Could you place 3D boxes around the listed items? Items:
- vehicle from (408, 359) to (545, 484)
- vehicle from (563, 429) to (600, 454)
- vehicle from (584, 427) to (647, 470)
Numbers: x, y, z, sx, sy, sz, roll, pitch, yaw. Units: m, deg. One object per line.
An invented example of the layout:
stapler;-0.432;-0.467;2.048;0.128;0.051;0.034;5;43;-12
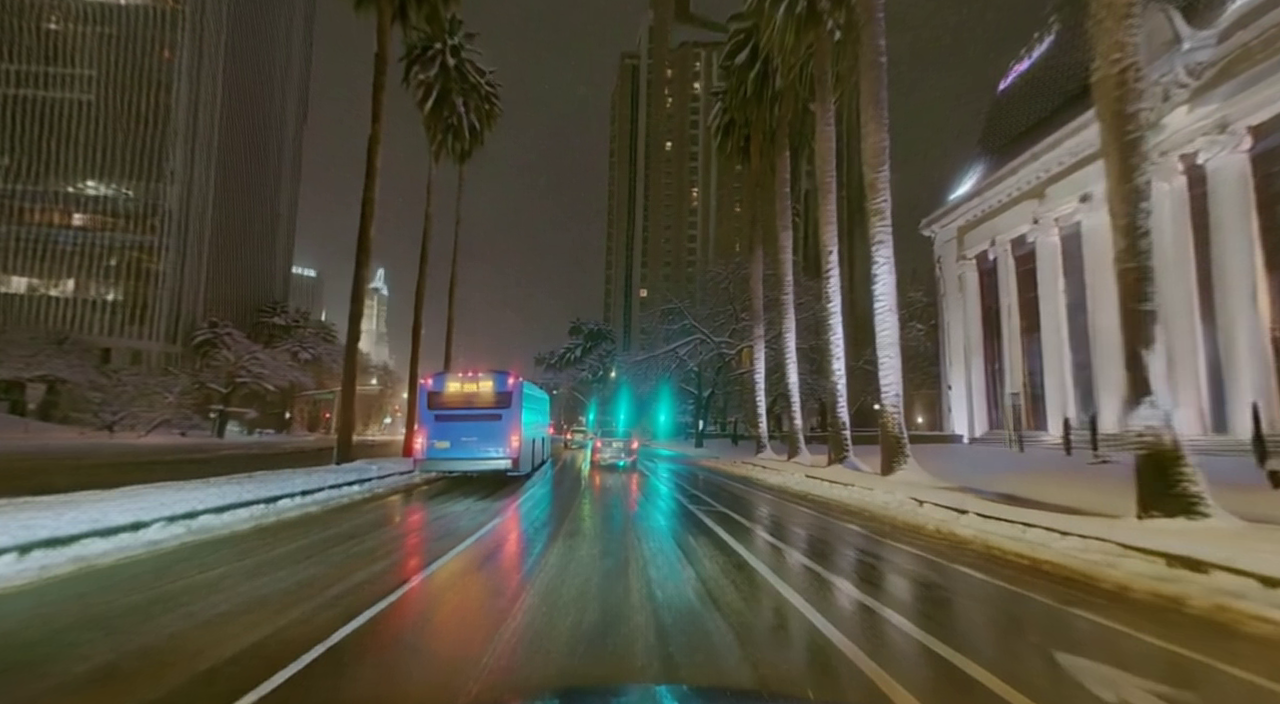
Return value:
vehicle;-4.676;2.287;19.935;2.678;3.042;8.474;2;-8;-5
vehicle;-3.831;5.818;40.975;1.993;1.452;3.873;3;-8;-10
vehicle;-1.076;3.788;24.992;2.107;1.481;4.097;3;-8;-7
